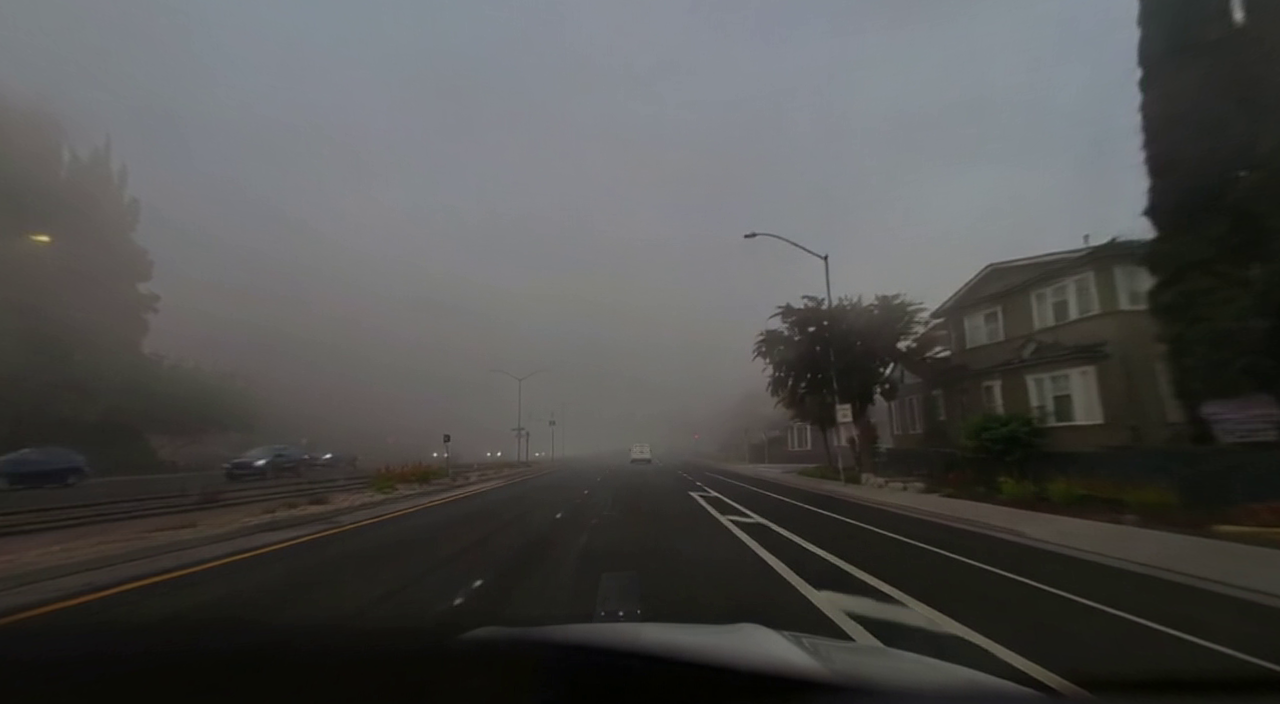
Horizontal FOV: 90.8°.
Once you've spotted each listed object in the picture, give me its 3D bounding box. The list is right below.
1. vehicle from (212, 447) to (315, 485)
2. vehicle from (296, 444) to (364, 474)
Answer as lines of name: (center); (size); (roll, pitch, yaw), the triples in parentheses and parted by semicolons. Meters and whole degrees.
vehicle: (-16.144, 4.884, 27.354); (1.773, 1.505, 4.280); (0, -9, 0)
vehicle: (-20.010, 6.902, 41.037); (1.984, 1.790, 4.830); (0, -9, -1)
